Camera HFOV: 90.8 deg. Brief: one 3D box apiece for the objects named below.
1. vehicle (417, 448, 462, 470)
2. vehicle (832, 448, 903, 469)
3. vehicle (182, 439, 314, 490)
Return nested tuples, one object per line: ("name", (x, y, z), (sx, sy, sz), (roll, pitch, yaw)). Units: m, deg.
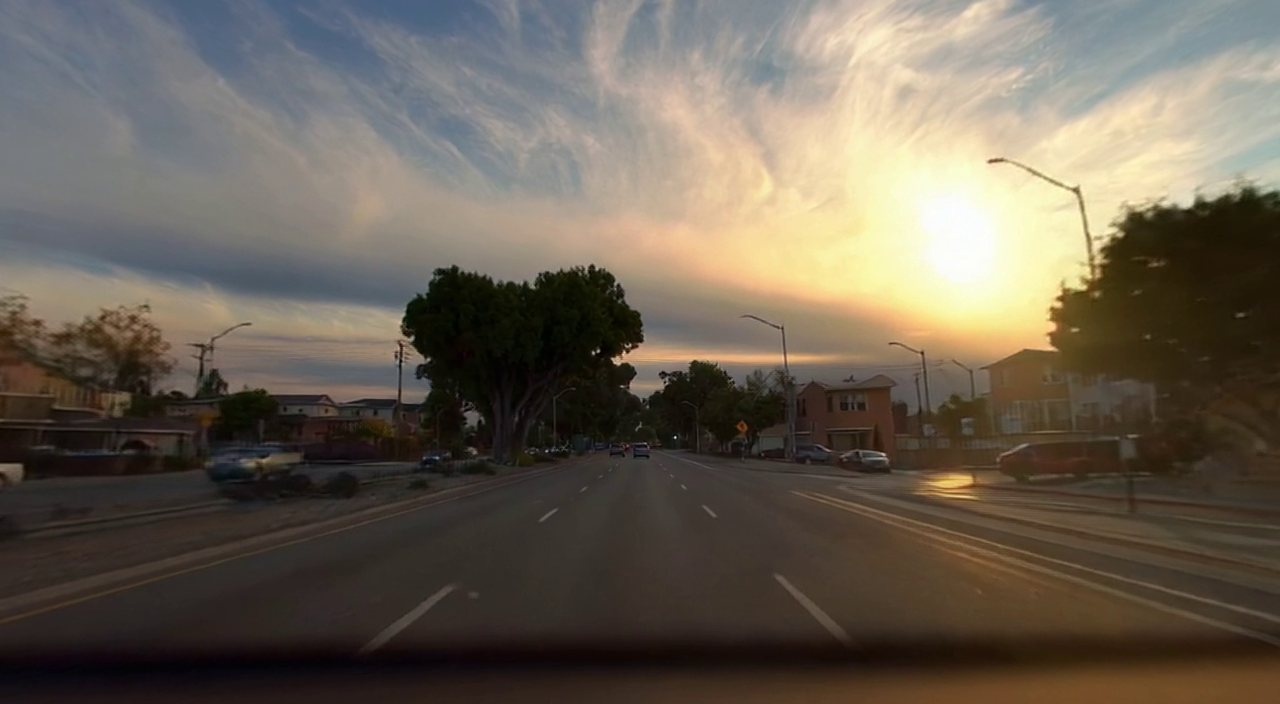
("vehicle", (-14.768, 7.922, 46.825), (1.929, 1.506, 4.125), (0, -9, 1))
("vehicle", (16.124, 7.539, 45.037), (1.826, 1.420, 4.533), (5, -10, -31))
("vehicle", (-15.077, 4.337, 24.714), (1.999, 1.773, 4.851), (0, -9, 1))
